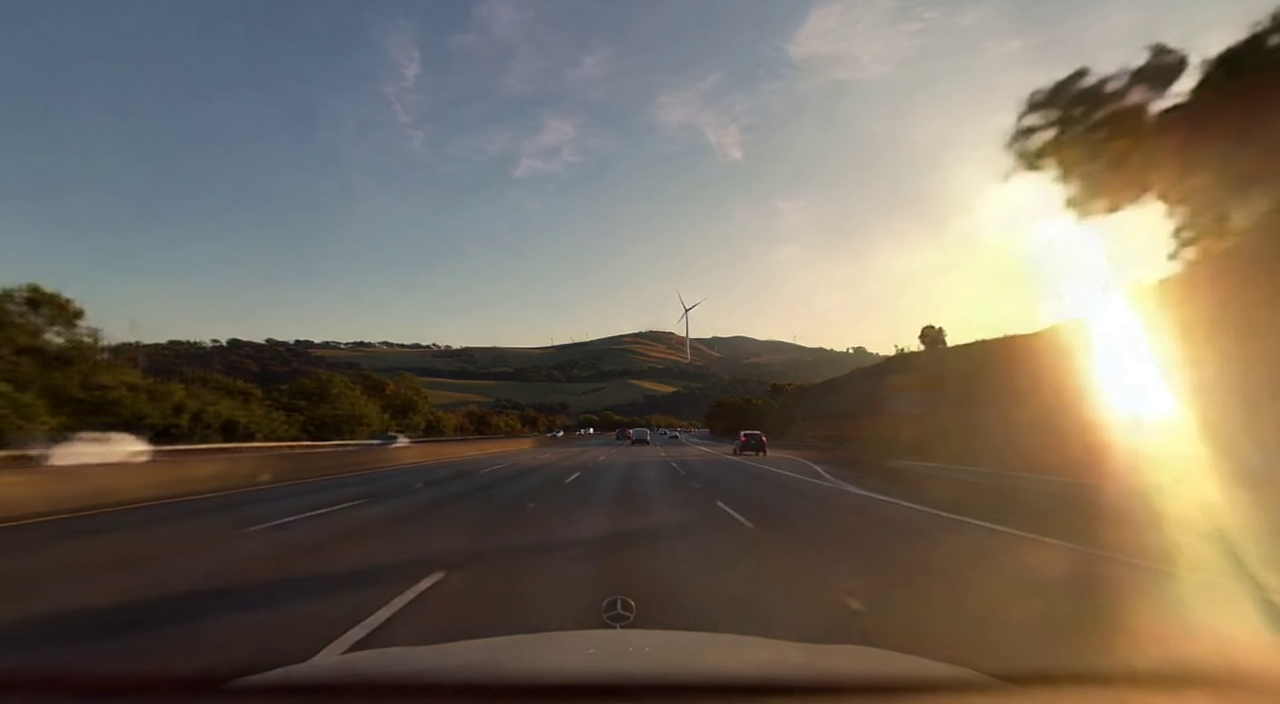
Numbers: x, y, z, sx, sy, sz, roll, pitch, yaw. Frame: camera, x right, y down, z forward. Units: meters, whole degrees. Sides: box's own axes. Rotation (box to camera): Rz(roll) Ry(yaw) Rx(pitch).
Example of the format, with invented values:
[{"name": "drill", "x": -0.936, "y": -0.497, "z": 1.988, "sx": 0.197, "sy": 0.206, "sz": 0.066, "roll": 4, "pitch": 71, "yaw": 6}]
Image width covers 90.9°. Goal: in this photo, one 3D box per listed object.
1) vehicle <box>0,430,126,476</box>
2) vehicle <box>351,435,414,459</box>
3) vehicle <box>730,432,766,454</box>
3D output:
[{"name": "vehicle", "x": -23.329, "y": 3.923, "z": 24.930, "sx": 2.087, "sy": 1.633, "sz": 4.555, "roll": 0, "pitch": -8, "yaw": -1}, {"name": "vehicle", "x": -16.156, "y": 5.954, "z": 39.774, "sx": 1.880, "sy": 1.413, "sz": 4.807, "roll": 0, "pitch": -8, "yaw": 1}, {"name": "vehicle", "x": 8.013, "y": 6.753, "z": 46.888, "sx": 1.926, "sy": 1.559, "sz": 2.968, "roll": 1, "pitch": -8, "yaw": -6}]
